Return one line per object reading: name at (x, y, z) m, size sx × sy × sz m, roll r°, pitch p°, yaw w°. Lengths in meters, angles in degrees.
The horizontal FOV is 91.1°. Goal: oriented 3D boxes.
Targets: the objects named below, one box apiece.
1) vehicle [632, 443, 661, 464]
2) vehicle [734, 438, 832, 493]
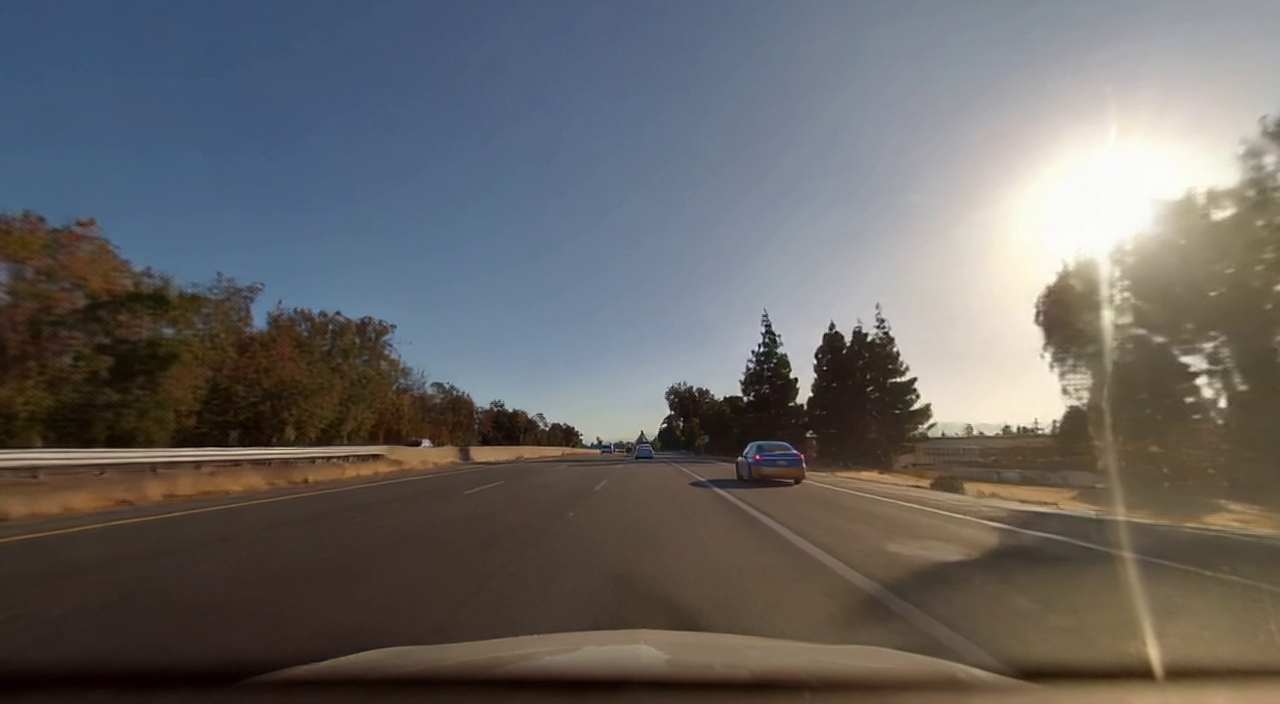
vehicle at (0.436, 7.363, 45.600) m, size 2.052 × 1.449 × 3.857 m, roll 1°, pitch -8°, yaw 0°
vehicle at (4.383, 3.547, 20.061) m, size 2.008 × 1.524 × 4.598 m, roll 1°, pitch -8°, yaw 0°
